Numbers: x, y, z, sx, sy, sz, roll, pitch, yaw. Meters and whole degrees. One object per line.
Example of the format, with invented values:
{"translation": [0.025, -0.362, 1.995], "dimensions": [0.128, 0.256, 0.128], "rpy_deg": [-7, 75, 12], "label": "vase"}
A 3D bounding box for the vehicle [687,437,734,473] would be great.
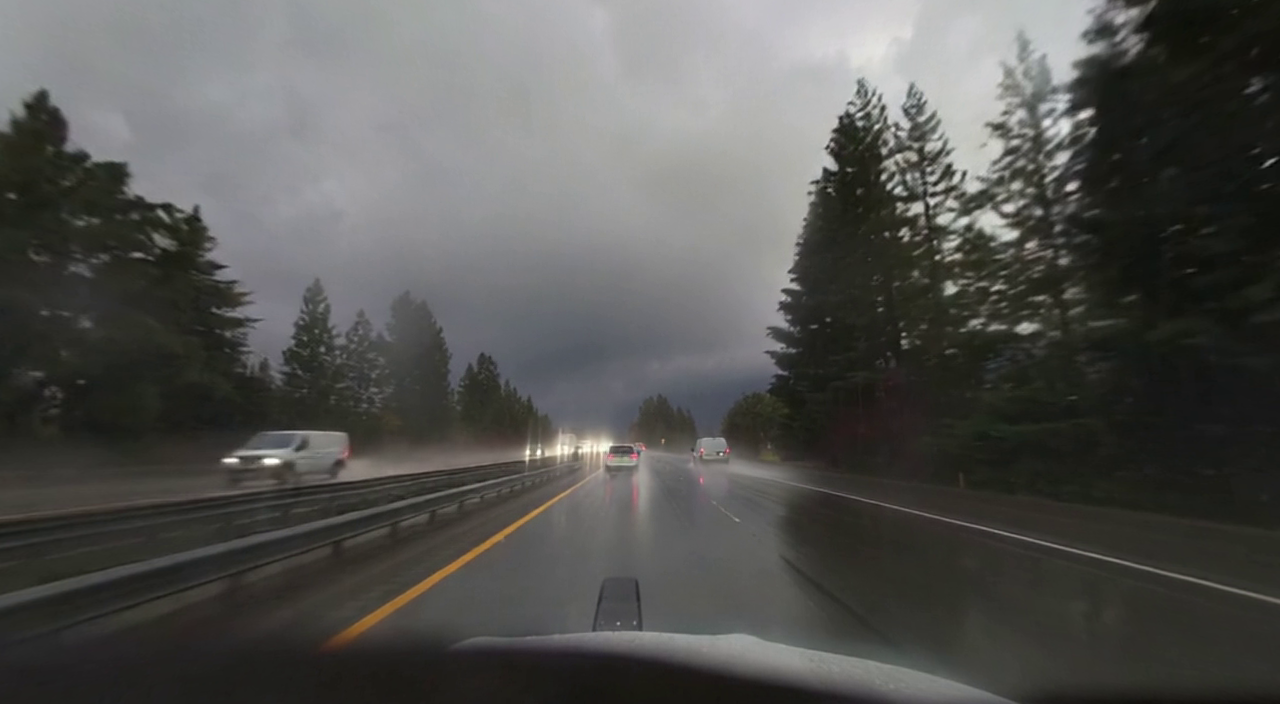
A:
{"translation": [4.006, 5.969, 36.486], "dimensions": [2.179, 1.930, 4.538], "rpy_deg": [0, -9, -1], "label": "vehicle"}

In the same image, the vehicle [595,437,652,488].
{"translation": [-0.566, 4.129, 23.665], "dimensions": [1.963, 1.711, 4.284], "rpy_deg": [0, -9, 0], "label": "vehicle"}

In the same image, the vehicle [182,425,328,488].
{"translation": [-13.515, 3.711, 22.487], "dimensions": [2.153, 1.980, 4.811], "rpy_deg": [0, -9, 0], "label": "vehicle"}
